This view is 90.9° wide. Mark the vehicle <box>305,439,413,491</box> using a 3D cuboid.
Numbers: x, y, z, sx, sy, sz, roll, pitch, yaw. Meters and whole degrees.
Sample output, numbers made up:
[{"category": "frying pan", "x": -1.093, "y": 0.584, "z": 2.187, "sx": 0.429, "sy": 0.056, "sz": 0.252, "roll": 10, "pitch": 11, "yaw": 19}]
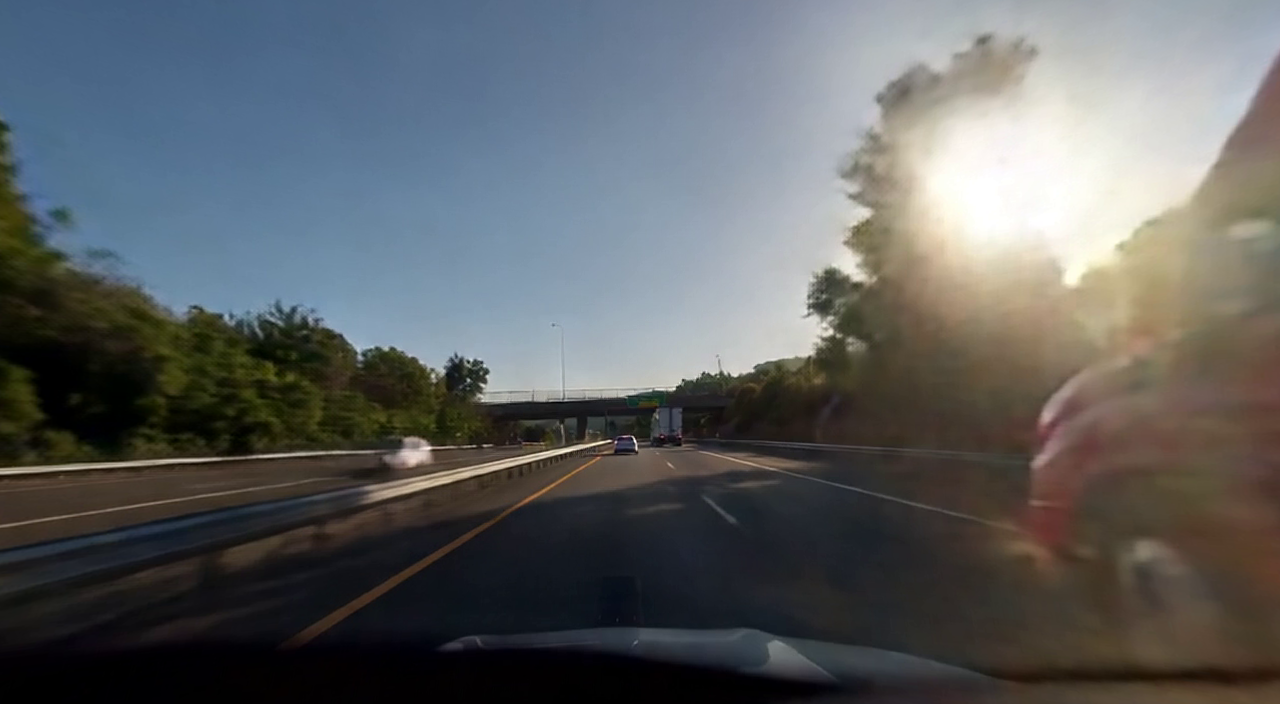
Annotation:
[{"category": "vehicle", "x": -9.726, "y": 3.907, "z": 22.204, "sx": 1.895, "sy": 1.606, "sz": 4.099, "roll": 0, "pitch": -8, "yaw": 0}]

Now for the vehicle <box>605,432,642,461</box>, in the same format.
[{"category": "vehicle", "x": -0.948, "y": 5.563, "z": 37.297, "sx": 2.095, "sy": 1.557, "sz": 3.963, "roll": 0, "pitch": -8, "yaw": -1}]
